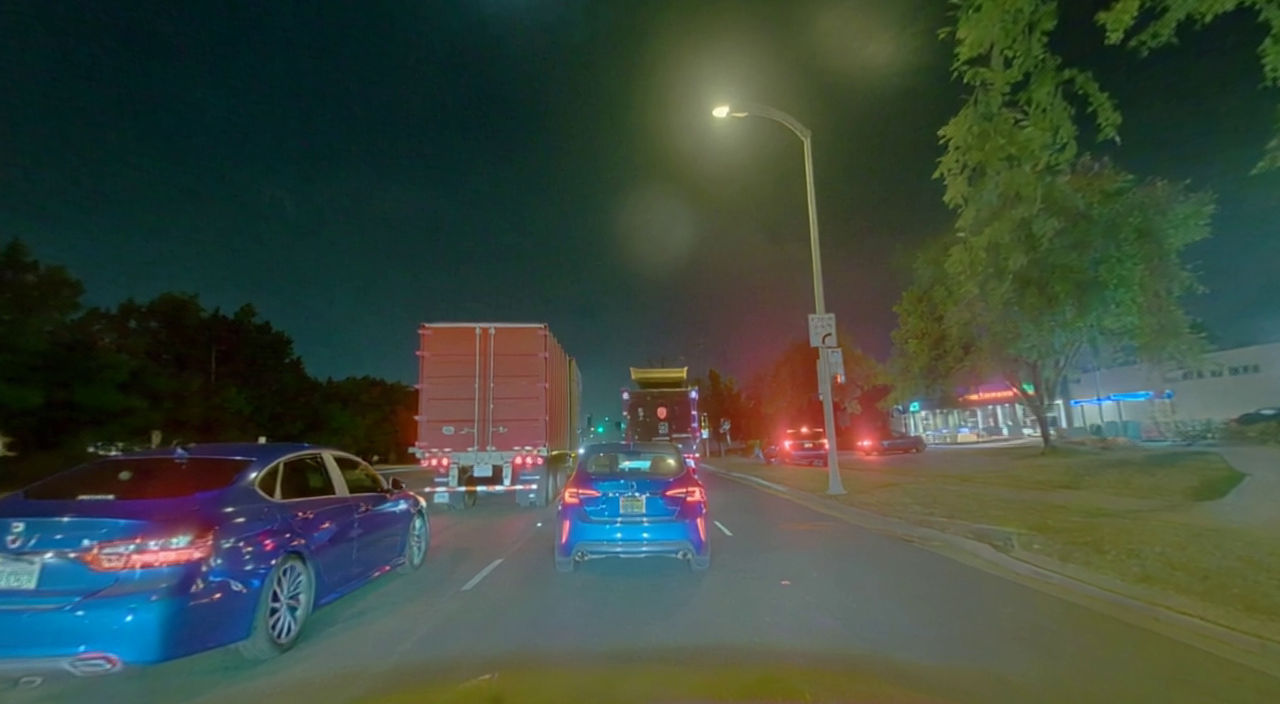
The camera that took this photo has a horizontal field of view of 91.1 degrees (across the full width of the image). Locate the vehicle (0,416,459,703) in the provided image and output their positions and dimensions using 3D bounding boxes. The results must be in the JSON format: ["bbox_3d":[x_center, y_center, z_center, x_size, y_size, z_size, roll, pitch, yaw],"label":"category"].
[{"bbox_3d":[-3.097,1.359,5.070,1.969,1.471,4.378,0,-8,0],"label":"vehicle"}]

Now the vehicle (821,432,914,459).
[{"bbox_3d":[12.843,5.327,35.671,4.574,1.478,1.880,0,-8,3],"label":"vehicle"}]

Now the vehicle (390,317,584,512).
[{"bbox_3d":[-3.261,1.698,15.752,3.020,3.800,7.105,0,-8,0],"label":"vehicle"}]

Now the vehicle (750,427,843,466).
[{"bbox_3d":[8.020,4.915,32.690,2.061,1.845,4.829,4,-9,-25],"label":"vehicle"}]

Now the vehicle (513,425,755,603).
[{"bbox_3d":[-0.096,1.691,7.493,2.067,1.506,4.118,0,-8,-1],"label":"vehicle"}]
